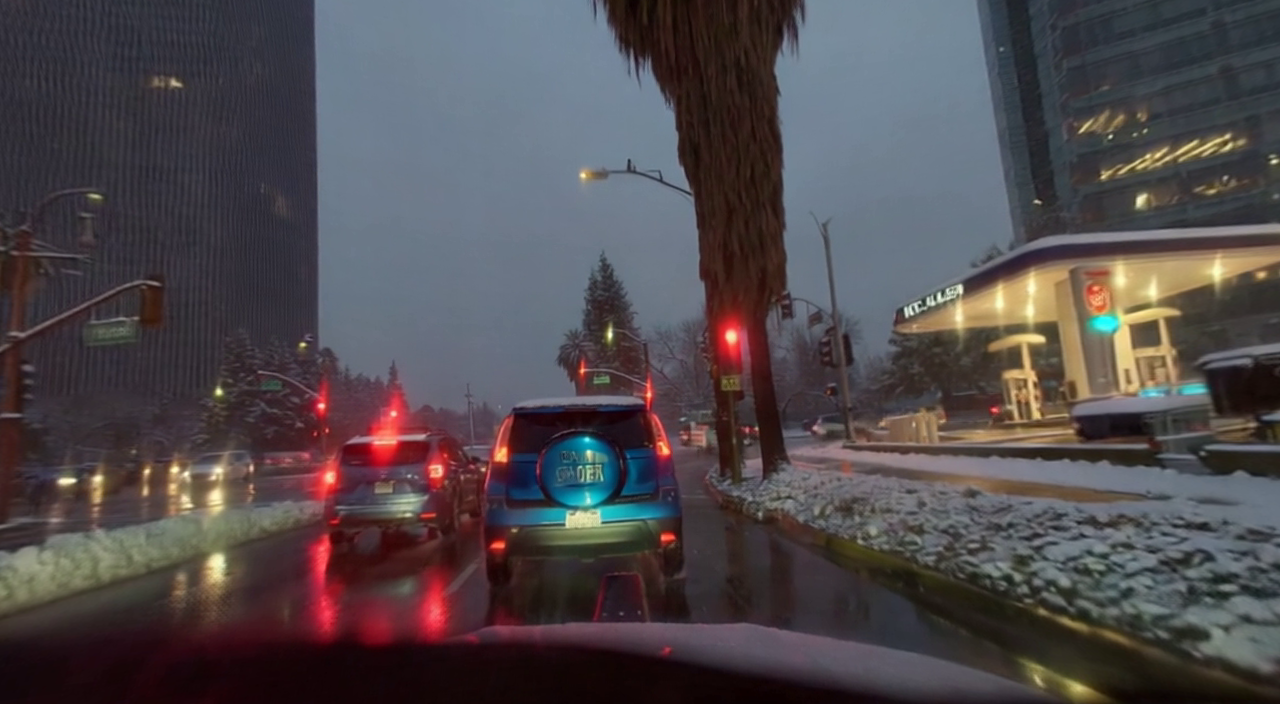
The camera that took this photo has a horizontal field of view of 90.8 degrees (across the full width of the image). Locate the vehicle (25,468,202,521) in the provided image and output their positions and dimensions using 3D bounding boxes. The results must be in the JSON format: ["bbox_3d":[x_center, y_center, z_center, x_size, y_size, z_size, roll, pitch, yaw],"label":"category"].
[{"bbox_3d":[-19.101,5.138,23.066,4.660,1.708,2.331,-2,-8,9],"label":"vehicle"}]

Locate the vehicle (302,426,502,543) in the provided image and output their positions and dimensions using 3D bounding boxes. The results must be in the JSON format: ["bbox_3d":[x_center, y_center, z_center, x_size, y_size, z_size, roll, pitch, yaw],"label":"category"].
[{"bbox_3d":[-4.050,2.313,11.860,2.097,1.692,5.030,0,-8,-4],"label":"vehicle"}]

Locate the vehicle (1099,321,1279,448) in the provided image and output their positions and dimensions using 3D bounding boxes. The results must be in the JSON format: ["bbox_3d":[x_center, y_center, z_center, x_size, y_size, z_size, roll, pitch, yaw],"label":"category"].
[{"bbox_3d":[10.281,0.619,10.013,4.420,1.766,2.104,1,-8,-6],"label":"vehicle"}]

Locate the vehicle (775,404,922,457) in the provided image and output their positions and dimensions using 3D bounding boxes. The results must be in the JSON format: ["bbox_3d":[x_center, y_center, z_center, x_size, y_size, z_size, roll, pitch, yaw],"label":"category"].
[{"bbox_3d":[8.531,3.270,26.158,5.307,2.076,2.122,1,-8,-6],"label":"vehicle"}]

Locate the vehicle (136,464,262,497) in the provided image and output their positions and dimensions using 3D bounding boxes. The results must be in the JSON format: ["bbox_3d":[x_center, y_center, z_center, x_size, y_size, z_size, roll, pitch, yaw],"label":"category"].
[{"bbox_3d":[-24.532,7.175,35.354,5.241,1.634,2.284,1,-8,-7],"label":"vehicle"}]

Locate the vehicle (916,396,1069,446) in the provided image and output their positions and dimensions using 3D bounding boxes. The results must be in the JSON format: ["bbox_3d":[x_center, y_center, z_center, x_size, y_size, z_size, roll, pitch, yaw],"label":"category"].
[{"bbox_3d":[14.642,2.917,26.458,5.033,1.999,2.259,0,-8,-3],"label":"vehicle"}]

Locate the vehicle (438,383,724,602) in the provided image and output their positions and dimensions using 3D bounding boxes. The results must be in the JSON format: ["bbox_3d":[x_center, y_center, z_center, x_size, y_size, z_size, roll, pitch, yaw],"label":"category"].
[{"bbox_3d":[-0.677,1.588,8.105,2.519,1.913,4.819,0,-8,-4],"label":"vehicle"}]
